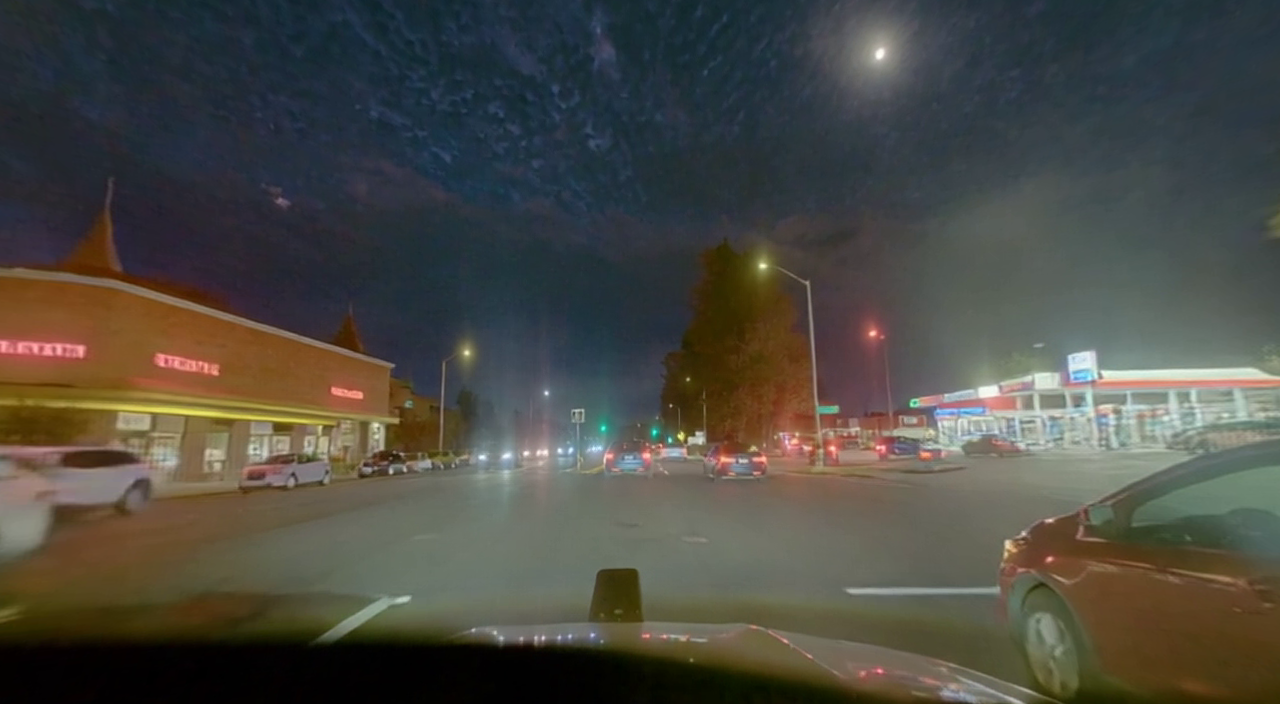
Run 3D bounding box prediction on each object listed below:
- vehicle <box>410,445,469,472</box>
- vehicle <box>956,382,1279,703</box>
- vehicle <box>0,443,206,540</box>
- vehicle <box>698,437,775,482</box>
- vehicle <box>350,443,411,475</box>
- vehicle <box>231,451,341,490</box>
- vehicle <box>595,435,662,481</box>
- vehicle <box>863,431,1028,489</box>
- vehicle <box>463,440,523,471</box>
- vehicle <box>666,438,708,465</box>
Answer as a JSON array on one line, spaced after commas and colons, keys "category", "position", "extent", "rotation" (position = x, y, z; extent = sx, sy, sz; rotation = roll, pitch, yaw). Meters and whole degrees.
[{"category": "vehicle", "position": [-11.630, 6.192, 37.064], "extent": [1.915, 1.473, 4.573], "rotation": [-1, -8, 1]}, {"category": "vehicle", "position": [3.189, 0.819, 1.886], "extent": [2.097, 1.502, 4.470], "rotation": [0, -8, -1]}, {"category": "vehicle", "position": [-11.613, 2.691, 12.955], "extent": [2.117, 1.592, 4.660], "rotation": [0, -8, 0]}, {"category": "vehicle", "position": [3.427, 3.904, 23.302], "extent": [2.060, 1.471, 4.168], "rotation": [0, -8, -1]}, {"category": "vehicle", "position": [-15.628, 6.456, 38.369], "extent": [1.979, 1.819, 4.308], "rotation": [0, -8, -1]}, {"category": "vehicle", "position": [-14.963, 4.993, 27.116], "extent": [2.007, 1.463, 4.792], "rotation": [0, -8, -1]}, {"category": "vehicle", "position": [-0.415, 3.850, 23.207], "extent": [2.232, 1.508, 4.319], "rotation": [0, -8, -1]}, {"category": "vehicle", "position": [9.947, 3.568, 21.044], "extent": [4.464, 1.755, 2.236], "rotation": [-2, -9, 14]}, {"category": "vehicle", "position": [-8.073, 5.738, 35.246], "extent": [2.240, 1.550, 4.760], "rotation": [0, -8, 0]}, {"category": "vehicle", "position": [2.799, 5.998, 38.282], "extent": [2.098, 1.527, 3.966], "rotation": [0, -8, -2]}]
